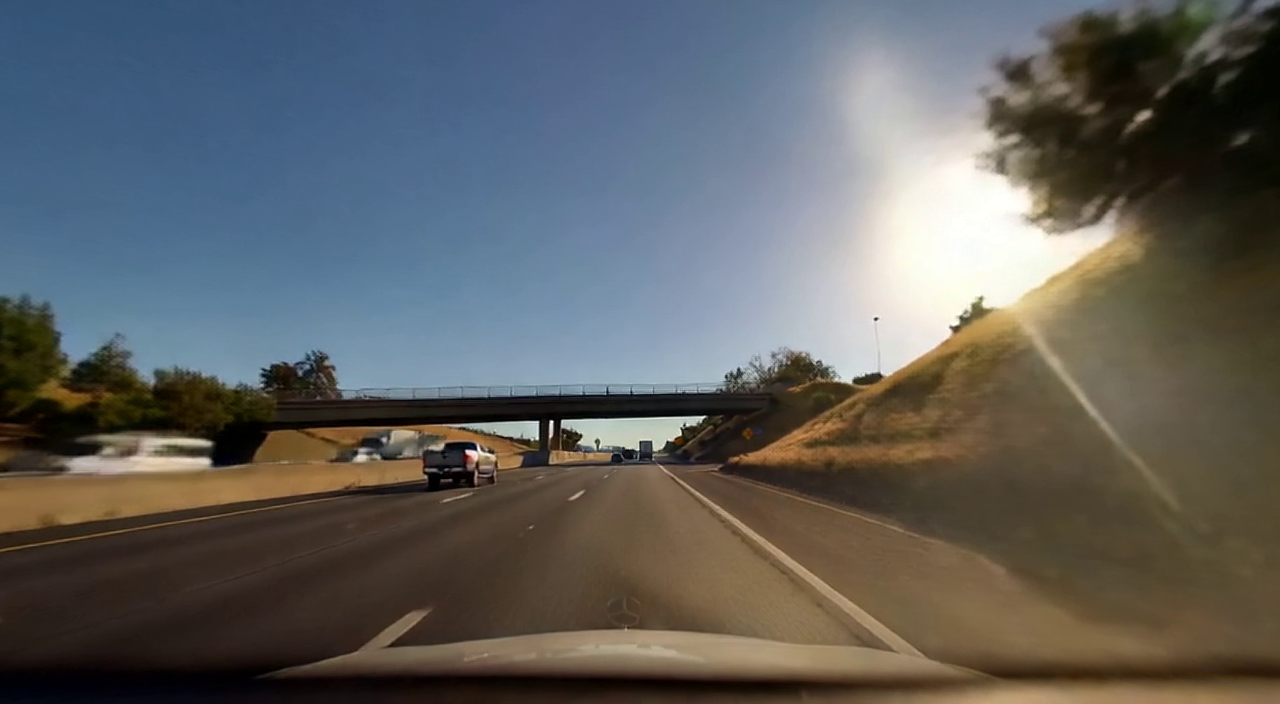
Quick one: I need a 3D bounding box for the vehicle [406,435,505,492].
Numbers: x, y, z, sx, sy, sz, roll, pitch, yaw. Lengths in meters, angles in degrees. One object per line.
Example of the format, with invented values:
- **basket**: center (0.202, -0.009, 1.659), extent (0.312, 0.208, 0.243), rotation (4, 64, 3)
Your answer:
- **vehicle**: center (-6.956, 4.268, 24.491), extent (2.232, 1.947, 5.180), rotation (0, -9, 0)
